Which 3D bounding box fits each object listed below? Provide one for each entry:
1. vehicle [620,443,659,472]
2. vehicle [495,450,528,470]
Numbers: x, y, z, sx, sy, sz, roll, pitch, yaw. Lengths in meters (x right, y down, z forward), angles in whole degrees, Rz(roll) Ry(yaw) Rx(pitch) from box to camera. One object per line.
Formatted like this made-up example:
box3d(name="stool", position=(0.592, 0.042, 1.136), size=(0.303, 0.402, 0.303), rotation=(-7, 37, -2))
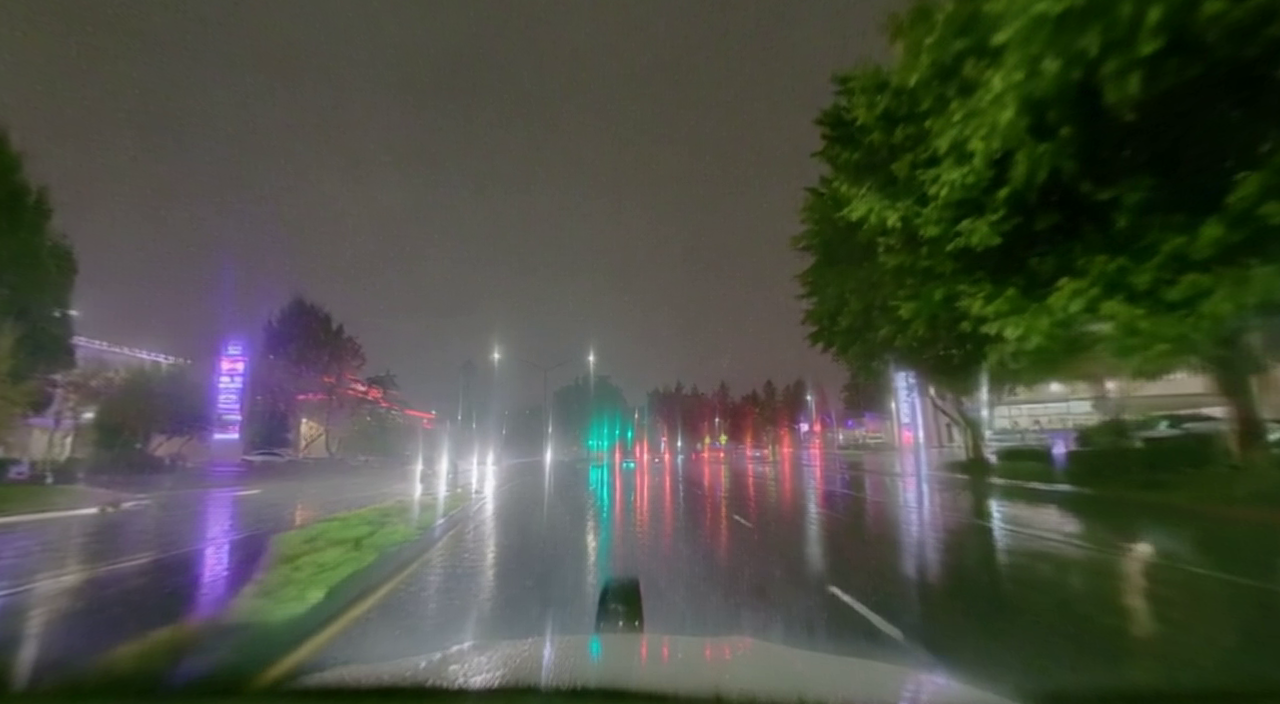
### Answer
box3d(name="vehicle", position=(-0.091, 5.684, 34.030), size=(1.998, 1.452, 3.773), rotation=(0, -8, -2))
box3d(name="vehicle", position=(-10.049, 8.452, 49.535), size=(1.795, 1.426, 4.216), rotation=(0, -8, 0))
